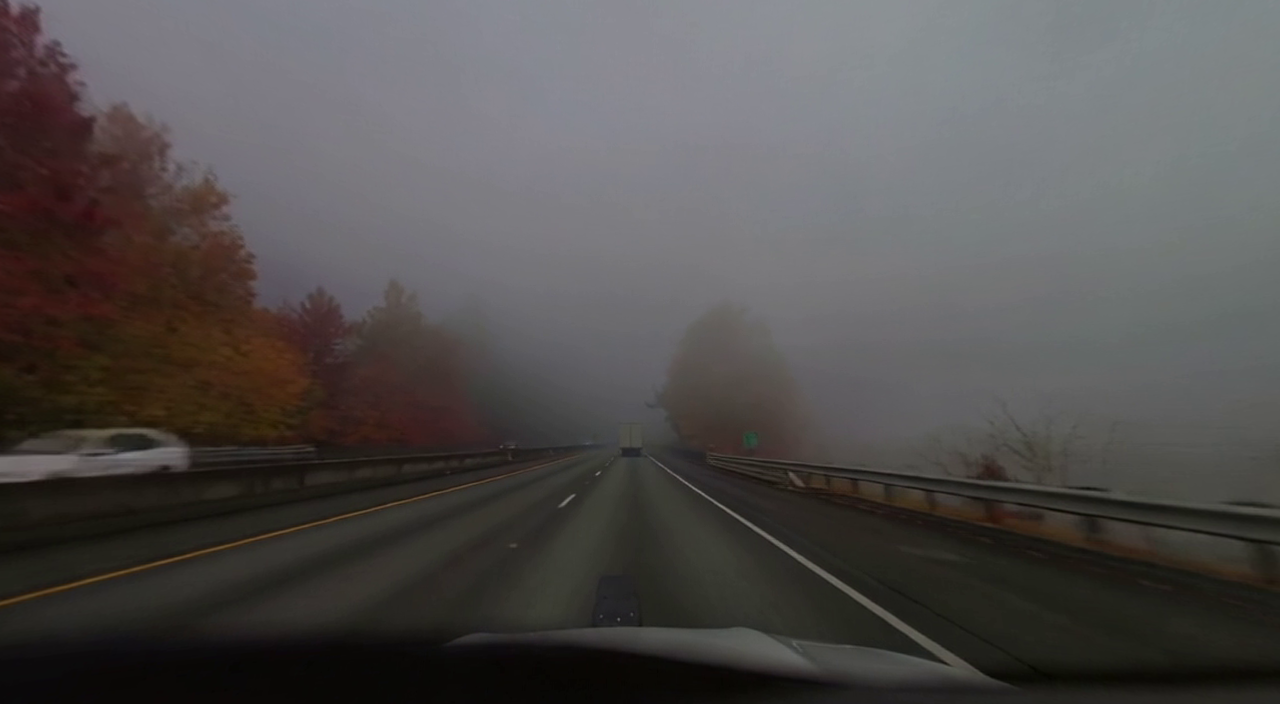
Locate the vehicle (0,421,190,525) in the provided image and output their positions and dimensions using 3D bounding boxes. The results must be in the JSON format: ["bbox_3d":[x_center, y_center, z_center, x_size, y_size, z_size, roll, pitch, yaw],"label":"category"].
[{"bbox_3d":[-10.653,2.129,11.371,1.868,1.555,4.174,0,-9,-1],"label":"vehicle"}]
